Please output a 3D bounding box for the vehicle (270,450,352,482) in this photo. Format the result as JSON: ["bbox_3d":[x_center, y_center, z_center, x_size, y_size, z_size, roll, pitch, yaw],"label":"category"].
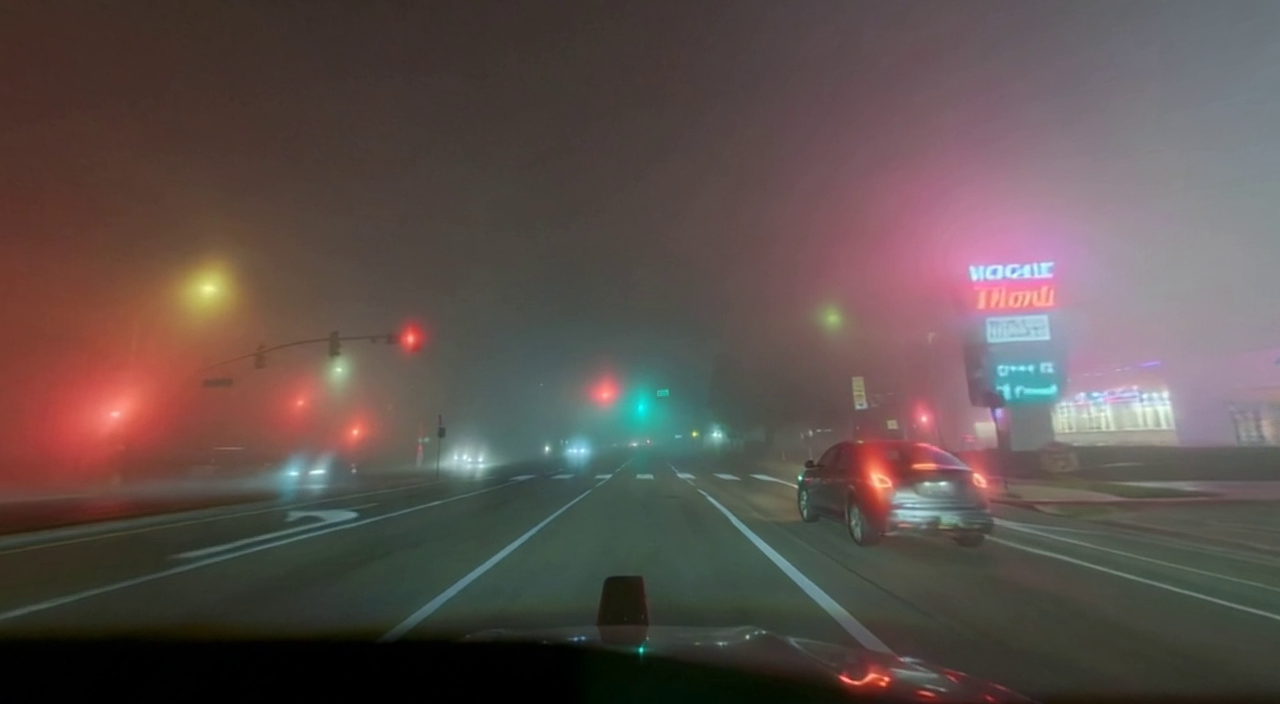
[{"bbox_3d":[-17.942,6.213,34.690,1.899,1.615,4.784,0,-8,1],"label":"vehicle"}]

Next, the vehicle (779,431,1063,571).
[{"bbox_3d":[3.528,1.936,9.154,1.870,1.467,4.800,0,-8,-1],"label":"vehicle"}]
